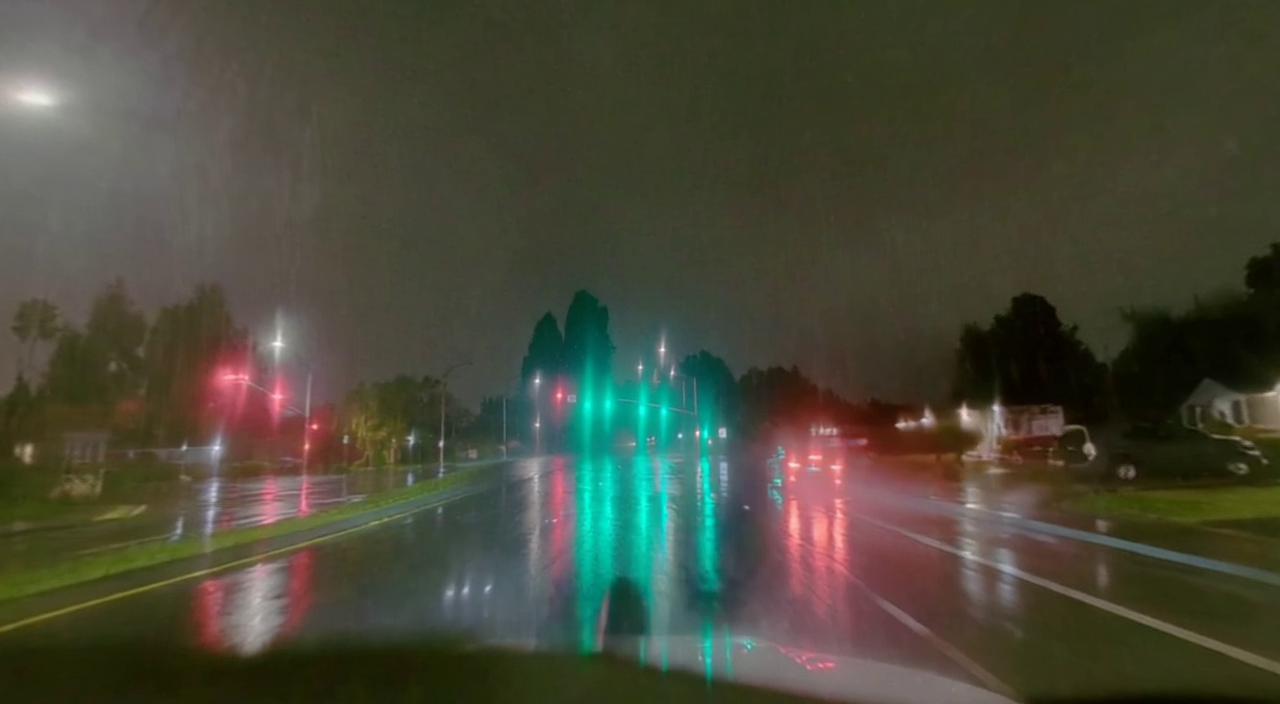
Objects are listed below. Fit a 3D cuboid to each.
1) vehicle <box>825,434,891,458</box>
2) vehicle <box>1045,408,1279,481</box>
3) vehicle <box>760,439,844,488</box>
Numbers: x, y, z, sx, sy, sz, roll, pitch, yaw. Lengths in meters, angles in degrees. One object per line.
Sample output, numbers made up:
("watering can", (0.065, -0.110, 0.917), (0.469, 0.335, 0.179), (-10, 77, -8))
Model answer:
("vehicle", (14.870, 6.419, 43.174), (3.769, 1.598, 1.987), (0, -8, 1))
("vehicle", (13.319, 2.361, 16.055), (4.474, 1.710, 2.148), (0, -8, 1))
("vehicle", (5.673, 3.936, 22.582), (1.950, 1.567, 4.083), (0, -8, 1))
